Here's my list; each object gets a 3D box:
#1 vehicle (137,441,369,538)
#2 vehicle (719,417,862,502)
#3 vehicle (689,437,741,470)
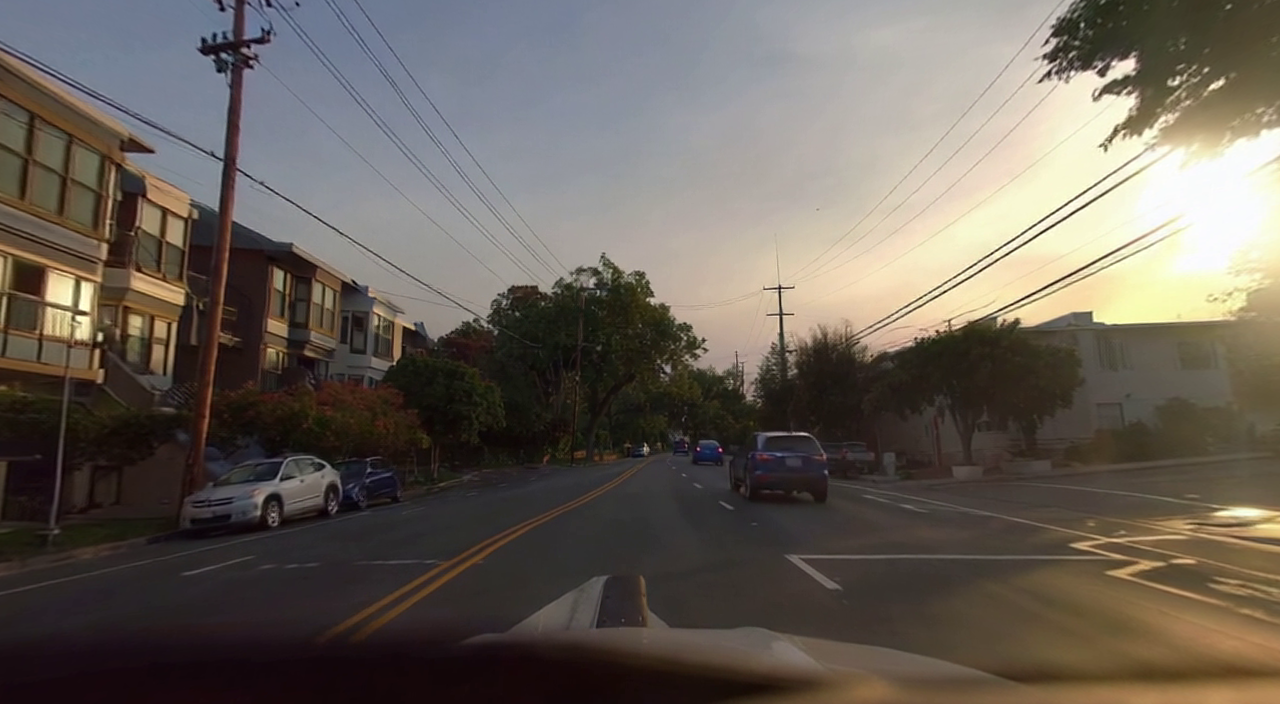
[{"bbox_3d":[-8.483,3.002,14.490,2.381,1.825,4.652,0,-8,0],"label":"vehicle"},{"bbox_3d":[3.628,2.732,16.333,2.368,1.840,4.896,0,-8,-2],"label":"vehicle"},{"bbox_3d":[3.727,5.111,31.875,2.028,1.552,4.370,0,-8,-1],"label":"vehicle"}]
